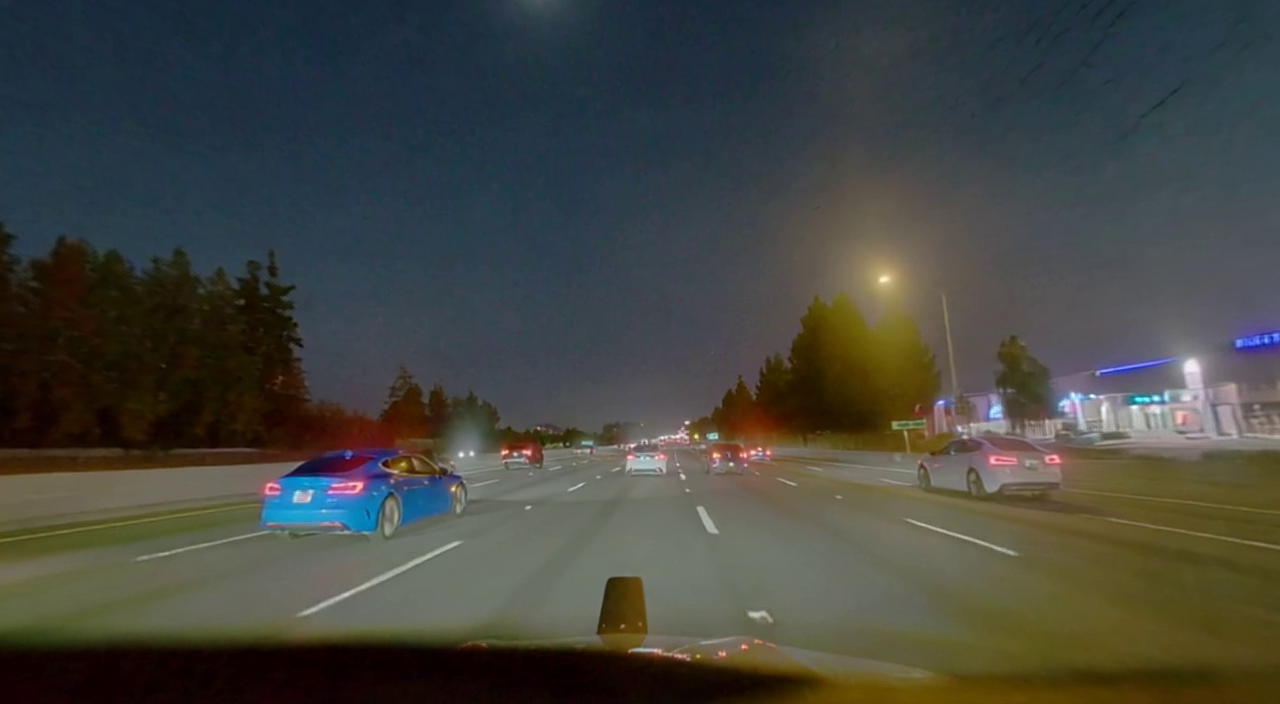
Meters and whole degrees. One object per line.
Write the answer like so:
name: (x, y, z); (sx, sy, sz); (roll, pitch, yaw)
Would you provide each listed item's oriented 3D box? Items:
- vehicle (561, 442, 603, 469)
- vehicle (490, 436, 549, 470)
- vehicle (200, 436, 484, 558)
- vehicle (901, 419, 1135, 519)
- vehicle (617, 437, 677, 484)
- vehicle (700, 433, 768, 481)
vehicle: (-3.310, 6.043, 36.977); (1.886, 1.455, 4.148); (-1, -8, 3)
vehicle: (-6.961, 5.885, 37.044); (2.187, 1.851, 5.085); (-1, -8, 3)
vehicle: (-4.275, 2.138, 10.150); (2.116, 1.473, 4.644); (-1, -8, 3)
vehicle: (7.687, 2.421, 13.627); (1.960, 1.726, 5.016); (0, -8, 1)
vehicle: (0.320, 4.098, 24.199); (2.102, 1.624, 4.257); (-1, -8, 2)
vehicle: (3.607, 4.122, 24.964); (2.114, 1.715, 4.136); (-1, -8, 1)
